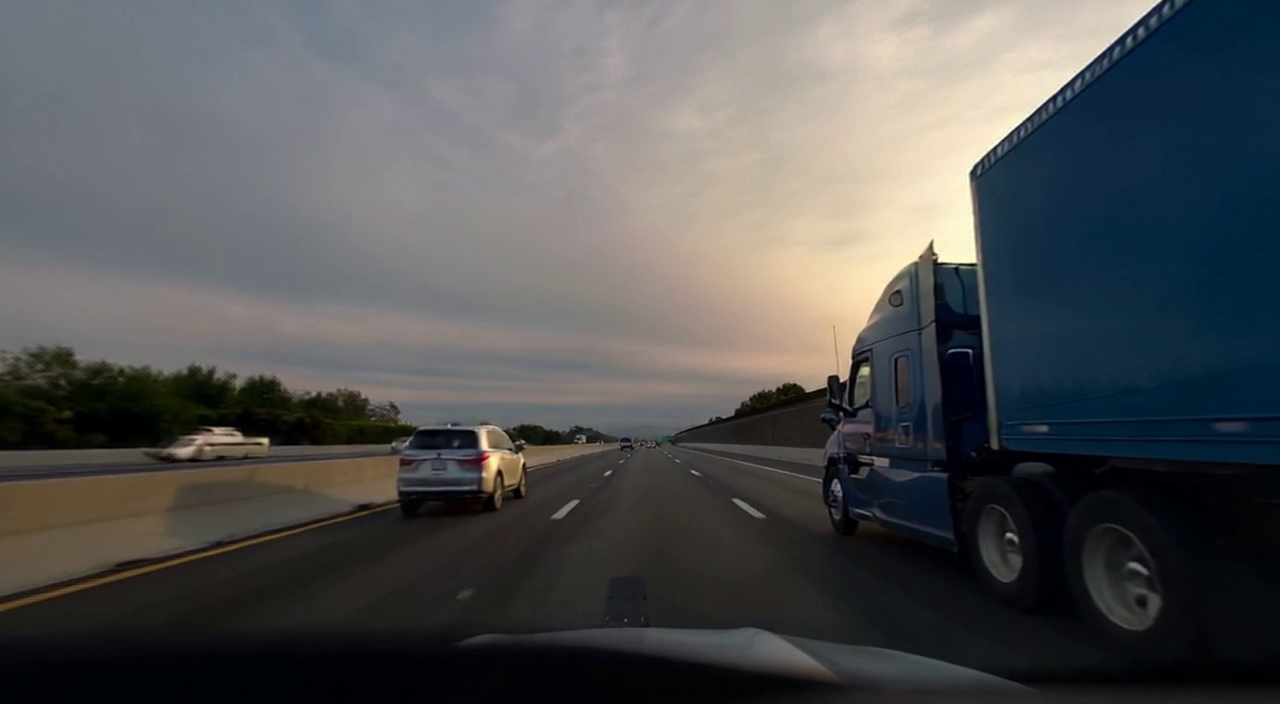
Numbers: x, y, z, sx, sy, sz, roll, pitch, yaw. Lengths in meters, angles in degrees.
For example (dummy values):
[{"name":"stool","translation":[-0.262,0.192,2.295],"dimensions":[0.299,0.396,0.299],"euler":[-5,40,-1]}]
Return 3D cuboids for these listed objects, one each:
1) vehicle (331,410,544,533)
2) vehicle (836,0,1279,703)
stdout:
[{"name":"vehicle","translation":[-3.199,2.005,11.188],"dimensions":[2.189,1.707,4.692],"euler":[0,-8,0]},{"name":"vehicle","translation":[3.938,-0.529,0.983],"dimensions":[2.989,4.067,13.991],"euler":[0,-8,1]}]
